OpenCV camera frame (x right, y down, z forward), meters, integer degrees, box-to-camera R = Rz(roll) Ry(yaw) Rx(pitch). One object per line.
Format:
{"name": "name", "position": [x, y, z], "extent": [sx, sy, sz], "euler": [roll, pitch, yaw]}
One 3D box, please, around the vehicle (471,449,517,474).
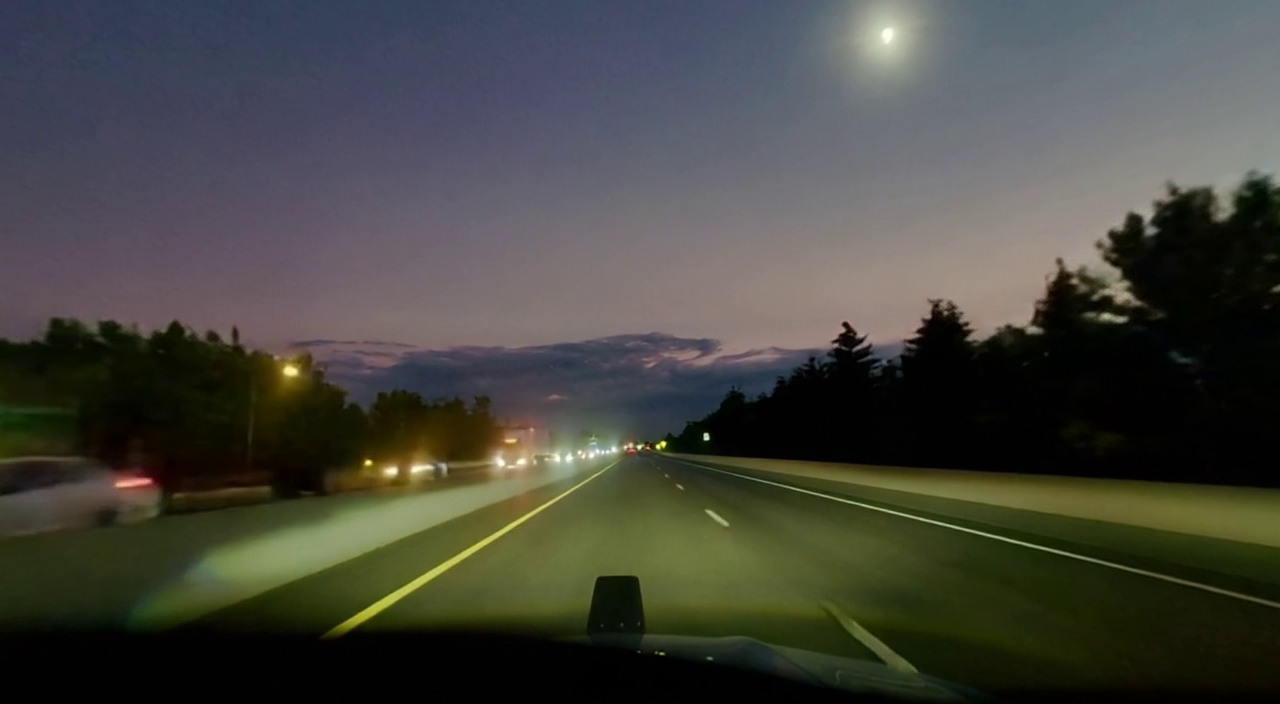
{"name": "vehicle", "position": [-9.526, 7.169, 41.509], "extent": [2.010, 1.530, 4.354], "euler": [0, -9, -1]}

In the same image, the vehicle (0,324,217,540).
{"name": "vehicle", "position": [-13.374, 1.908, 14.529], "extent": [3.016, 4.009, 5.868], "euler": [0, -9, -1]}
